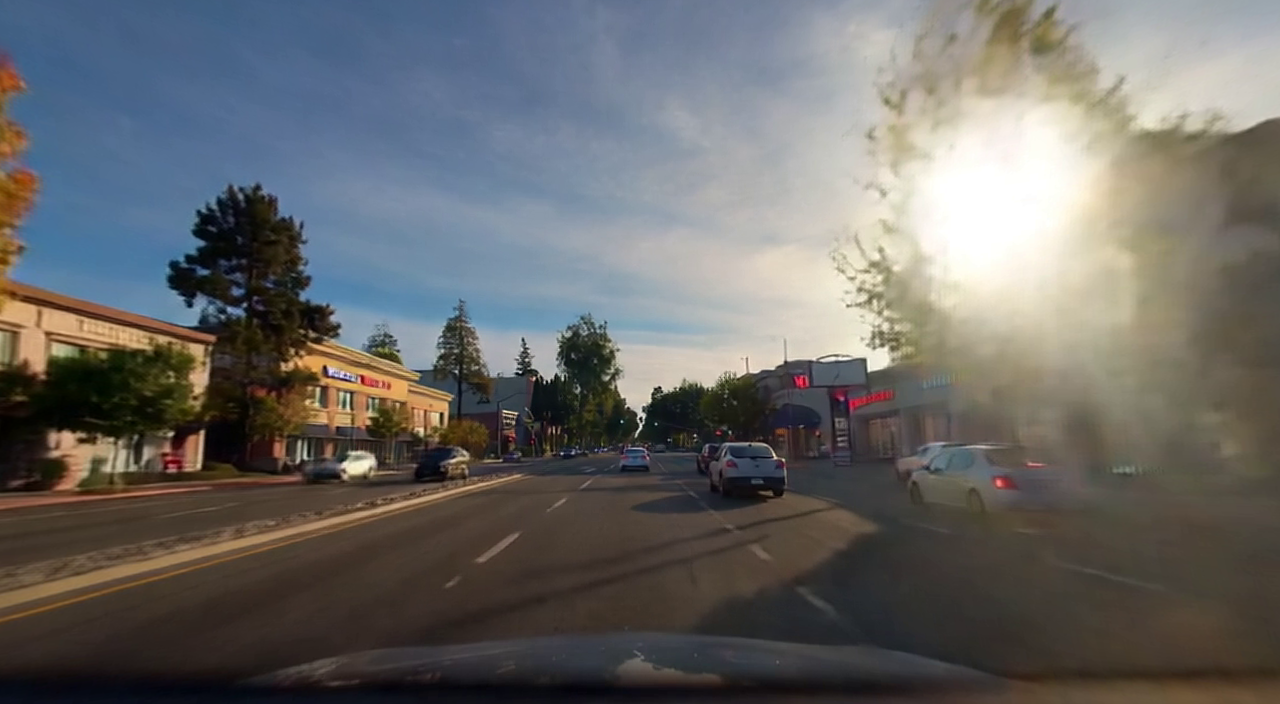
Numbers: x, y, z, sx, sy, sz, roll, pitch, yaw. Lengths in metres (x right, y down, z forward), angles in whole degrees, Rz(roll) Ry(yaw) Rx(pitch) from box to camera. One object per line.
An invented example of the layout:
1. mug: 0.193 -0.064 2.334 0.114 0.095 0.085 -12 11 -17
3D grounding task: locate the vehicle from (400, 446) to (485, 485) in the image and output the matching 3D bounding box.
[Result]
1. vehicle: -8.307 4.777 27.048 2.050 1.499 4.816 0 -8 1

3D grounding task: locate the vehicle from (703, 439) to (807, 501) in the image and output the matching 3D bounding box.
1. vehicle: 3.134 3.314 18.282 2.072 1.545 4.578 0 -8 -1

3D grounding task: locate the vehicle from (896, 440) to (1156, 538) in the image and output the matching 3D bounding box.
1. vehicle: 6.735 2.396 11.814 1.952 1.449 4.544 0 -8 -1

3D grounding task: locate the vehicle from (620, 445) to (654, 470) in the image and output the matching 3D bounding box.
1. vehicle: -0.158 6.771 40.698 2.052 1.461 4.324 0 -8 0

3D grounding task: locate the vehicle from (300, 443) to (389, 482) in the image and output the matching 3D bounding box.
1. vehicle: -15.421 5.762 33.350 2.060 1.831 5.414 0 -8 0
